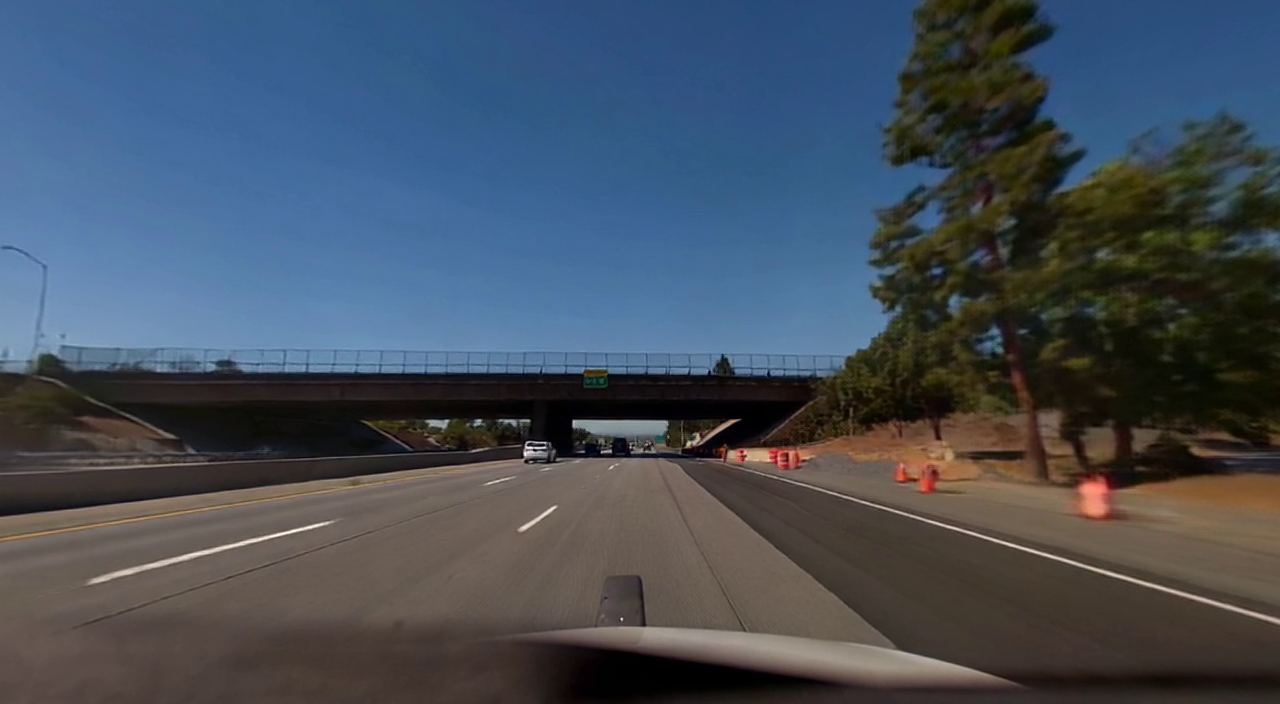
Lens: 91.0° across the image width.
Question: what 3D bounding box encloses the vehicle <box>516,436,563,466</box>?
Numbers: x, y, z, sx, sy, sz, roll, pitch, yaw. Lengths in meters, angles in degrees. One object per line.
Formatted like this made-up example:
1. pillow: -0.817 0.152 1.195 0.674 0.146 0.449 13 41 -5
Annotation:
1. vehicle: -6.437 6.403 40.818 2.103 1.775 4.966 0 -8 1
